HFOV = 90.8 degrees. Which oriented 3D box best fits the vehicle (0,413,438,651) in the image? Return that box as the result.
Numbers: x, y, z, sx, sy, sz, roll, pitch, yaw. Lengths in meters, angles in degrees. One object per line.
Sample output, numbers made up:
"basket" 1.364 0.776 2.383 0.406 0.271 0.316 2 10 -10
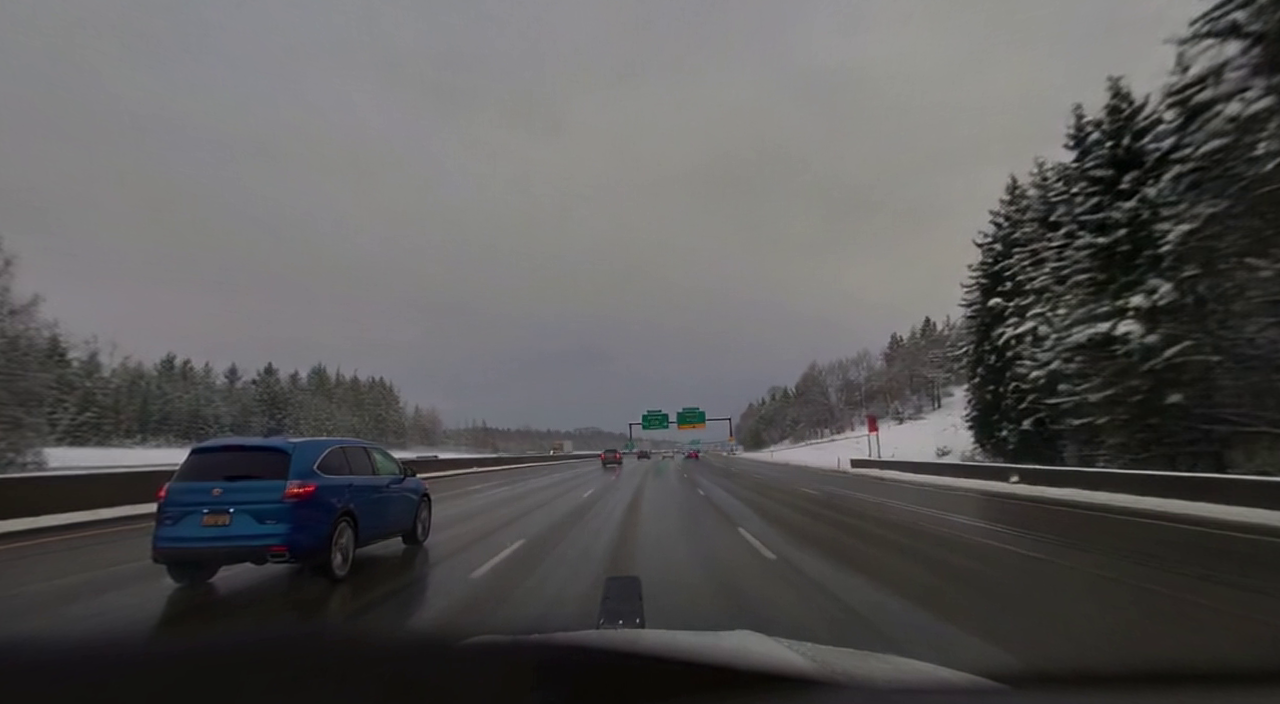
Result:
"vehicle" -3.812 1.549 6.483 2.016 1.623 4.126 0 -8 1
